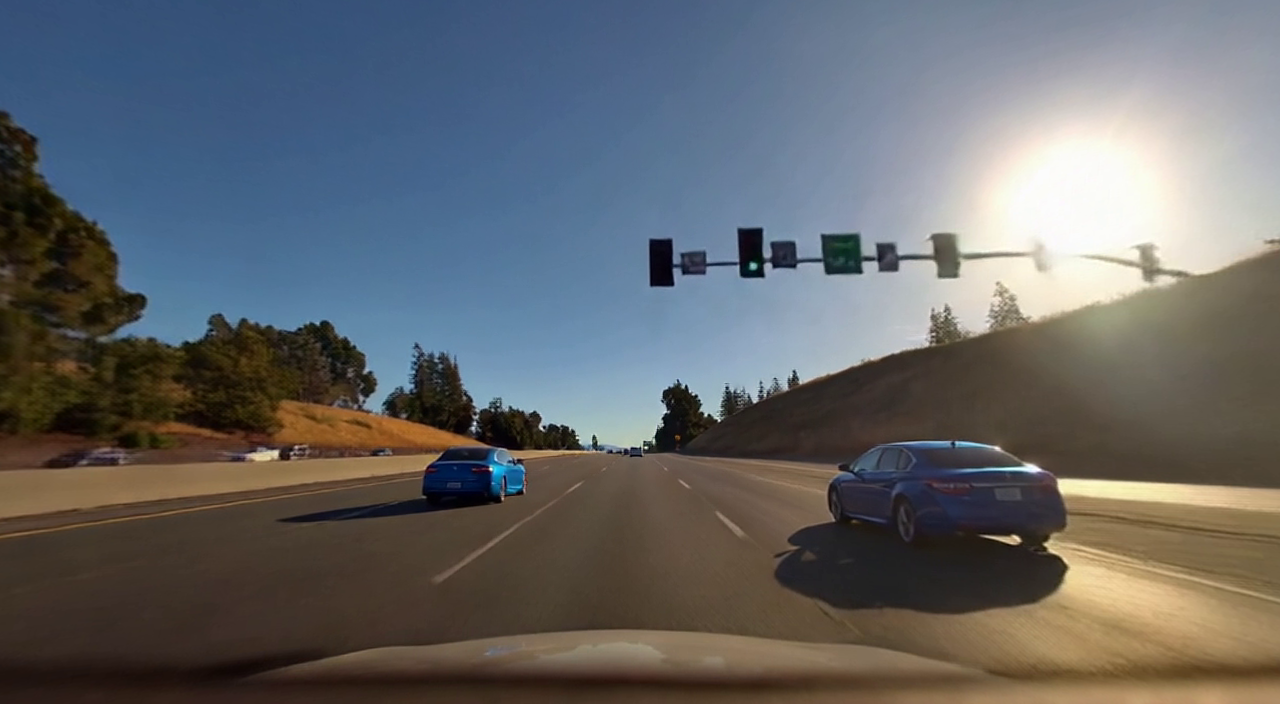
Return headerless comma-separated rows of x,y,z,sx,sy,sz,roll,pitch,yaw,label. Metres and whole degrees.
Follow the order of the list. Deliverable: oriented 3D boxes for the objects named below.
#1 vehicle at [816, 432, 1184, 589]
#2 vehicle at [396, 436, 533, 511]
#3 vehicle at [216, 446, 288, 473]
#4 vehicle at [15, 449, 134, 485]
4.152,1.884,8.500,2.049,1.481,4.774,0,-9,-1,vehicle
-4.021,2.850,15.282,1.987,1.516,4.478,0,-9,1,vehicle
-29.115,8.050,47.436,2.097,1.888,5.155,0,-9,1,vehicle
-28.917,5.860,32.388,2.116,1.660,4.279,0,-9,0,vehicle
